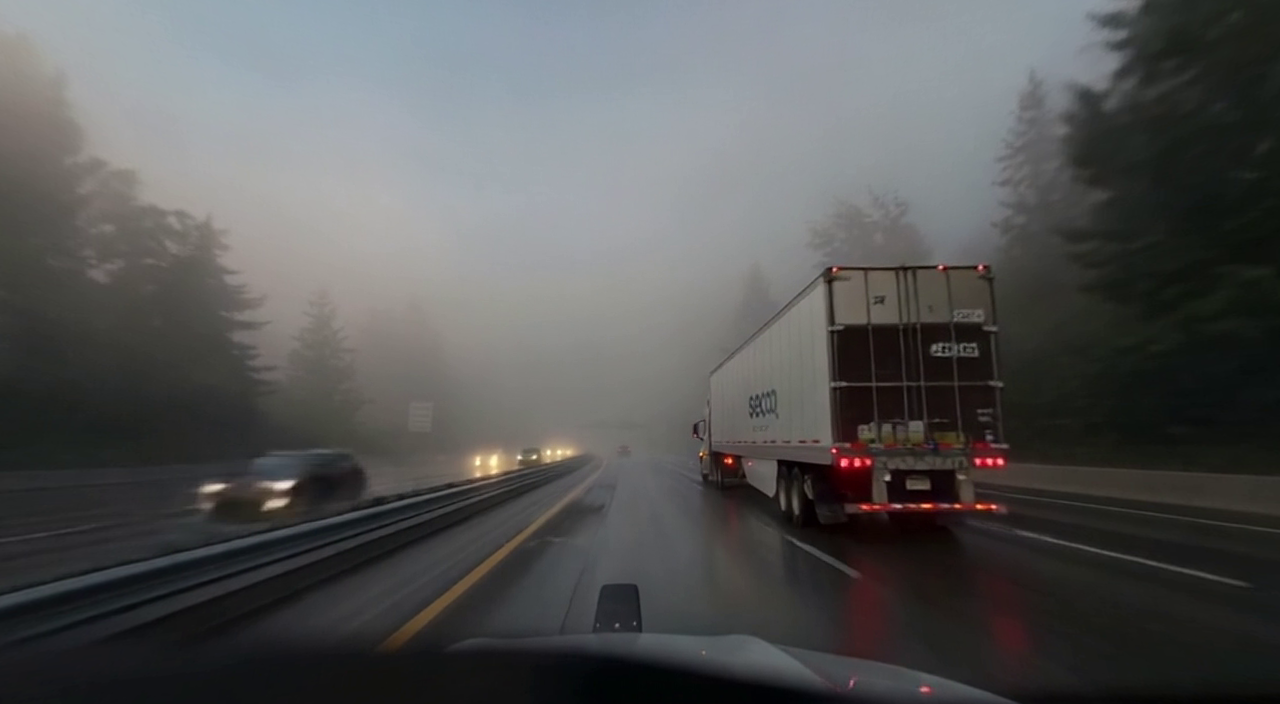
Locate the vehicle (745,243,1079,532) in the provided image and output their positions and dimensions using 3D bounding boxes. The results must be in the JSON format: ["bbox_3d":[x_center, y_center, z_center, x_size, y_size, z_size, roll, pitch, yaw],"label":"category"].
[{"bbox_3d":[4.317,1.039,12.661,2.892,3.928,8.380,0,-9,0],"label":"vehicle"}]

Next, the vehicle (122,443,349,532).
[{"bbox_3d":[-8.410,2.807,13.679,1.978,1.570,4.487,0,-9,-1],"label":"vehicle"}]
